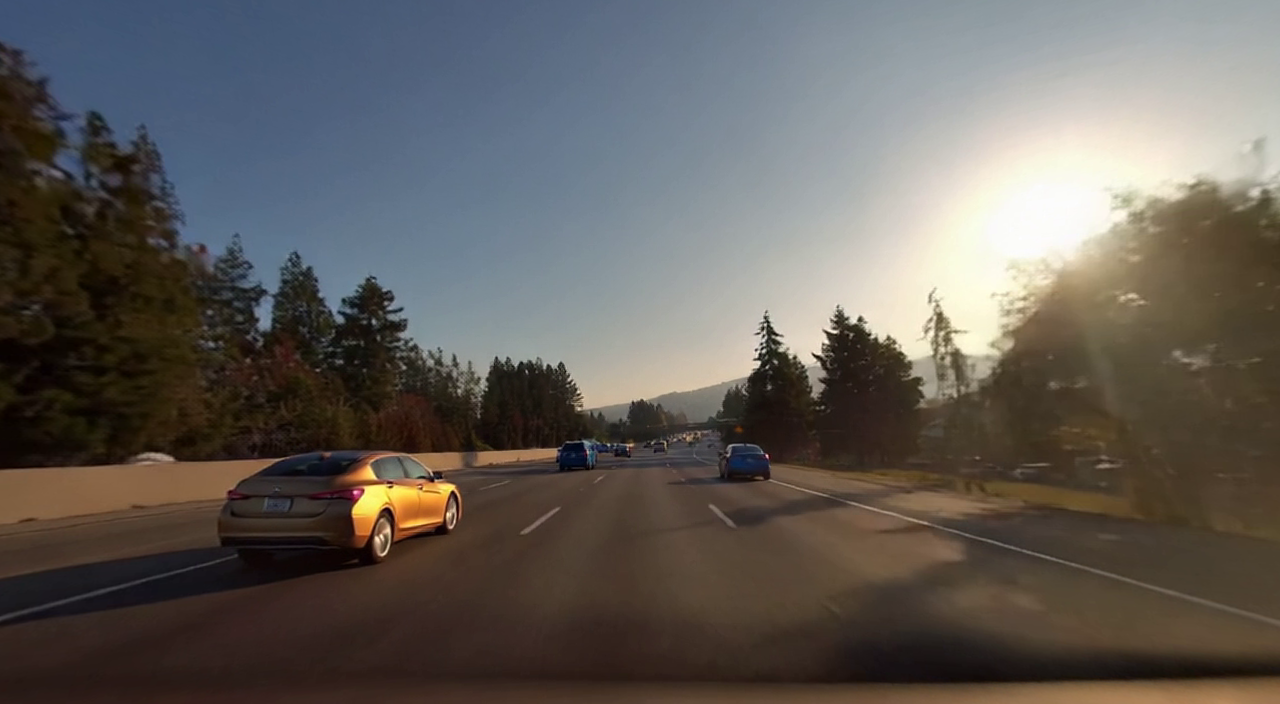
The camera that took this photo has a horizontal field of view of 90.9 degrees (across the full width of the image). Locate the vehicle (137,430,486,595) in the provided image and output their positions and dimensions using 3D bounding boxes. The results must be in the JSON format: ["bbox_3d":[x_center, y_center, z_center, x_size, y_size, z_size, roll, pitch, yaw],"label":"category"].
[{"bbox_3d":[-3.539,1.791,8.005,1.948,1.475,4.461,0,-8,1],"label":"vehicle"}]

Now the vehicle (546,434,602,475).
[{"bbox_3d":[-3.153,5.047,31.203,2.122,1.847,4.696,0,-9,2],"label":"vehicle"}]

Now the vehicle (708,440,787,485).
[{"bbox_3d":[3.812,3.996,23.211,2.100,1.472,4.533,0,-8,0],"label":"vehicle"}]
